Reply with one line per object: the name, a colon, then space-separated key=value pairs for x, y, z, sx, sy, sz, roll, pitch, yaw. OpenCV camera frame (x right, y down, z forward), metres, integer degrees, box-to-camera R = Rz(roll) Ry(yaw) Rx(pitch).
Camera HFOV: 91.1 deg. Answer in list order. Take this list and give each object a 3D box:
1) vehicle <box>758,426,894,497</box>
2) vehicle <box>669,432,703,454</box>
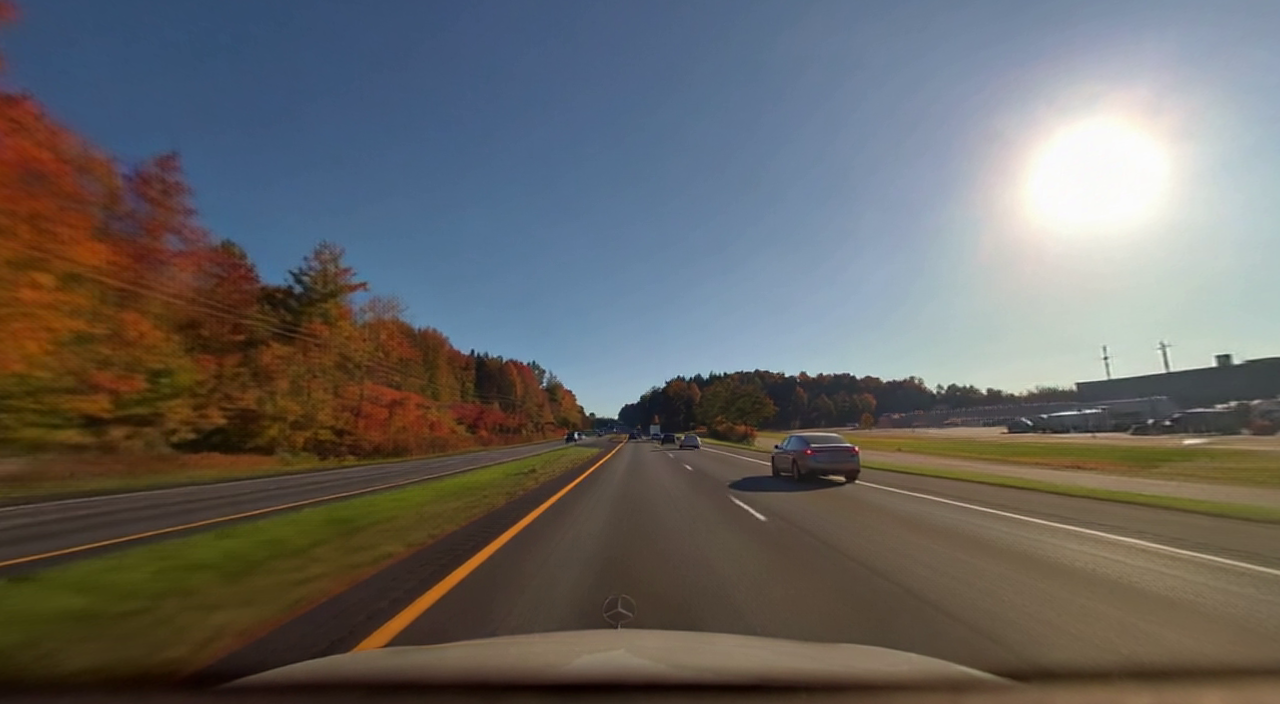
vehicle: x=4.414 y=2.658 z=15.702 sx=2.024 sy=1.516 sz=4.197 roll=0 pitch=-8 yaw=-1
vehicle: x=3.349 y=6.730 z=46.455 sx=2.057 sy=1.540 sz=4.158 roll=0 pitch=-8 yaw=-1
